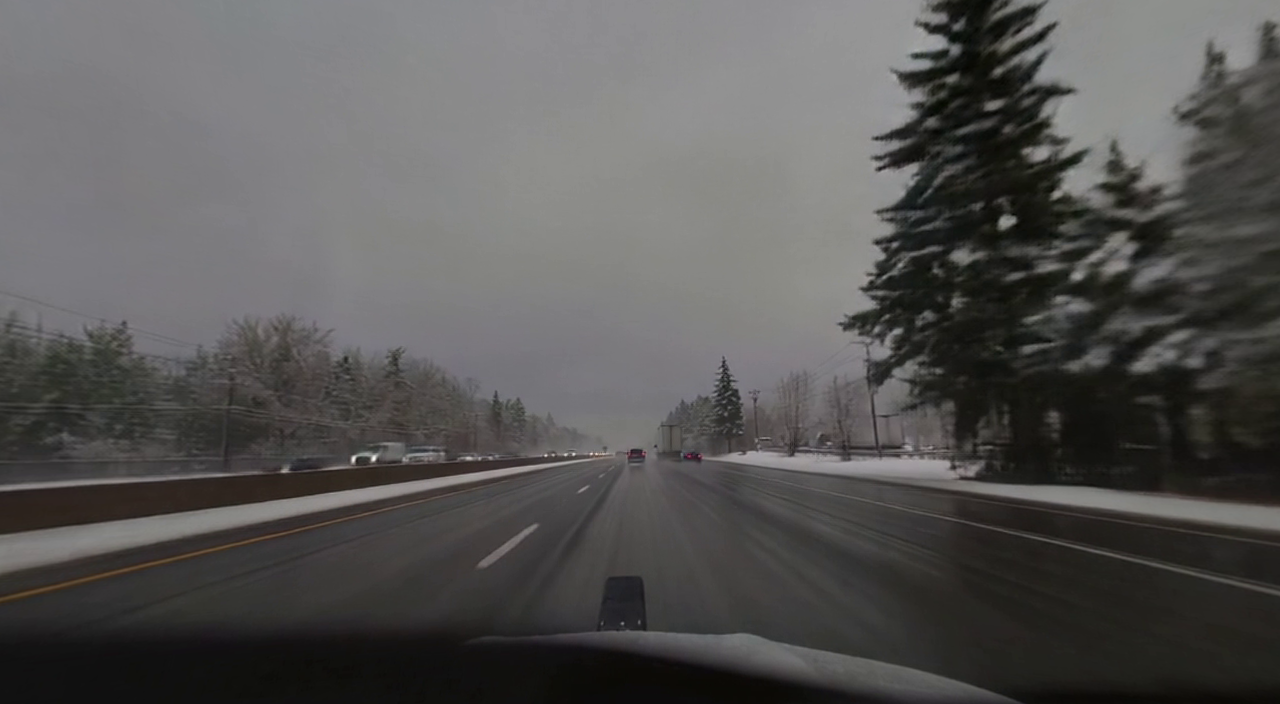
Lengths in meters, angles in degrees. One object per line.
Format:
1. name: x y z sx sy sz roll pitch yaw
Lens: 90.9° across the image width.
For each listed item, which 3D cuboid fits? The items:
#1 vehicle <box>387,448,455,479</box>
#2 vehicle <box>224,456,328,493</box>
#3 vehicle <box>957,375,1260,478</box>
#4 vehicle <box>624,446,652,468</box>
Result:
1. vehicle: -11.728 6.003 34.143 1.950 1.505 4.757 0 -9 0
2. vehicle: -15.925 5.336 27.860 1.876 1.435 4.433 0 -9 1
3. vehicle: 23.697 4.399 34.725 2.915 4.218 17.329 0 -9 -2
4. vehicle: -0.167 8.152 48.869 2.111 1.599 3.859 0 -9 0
